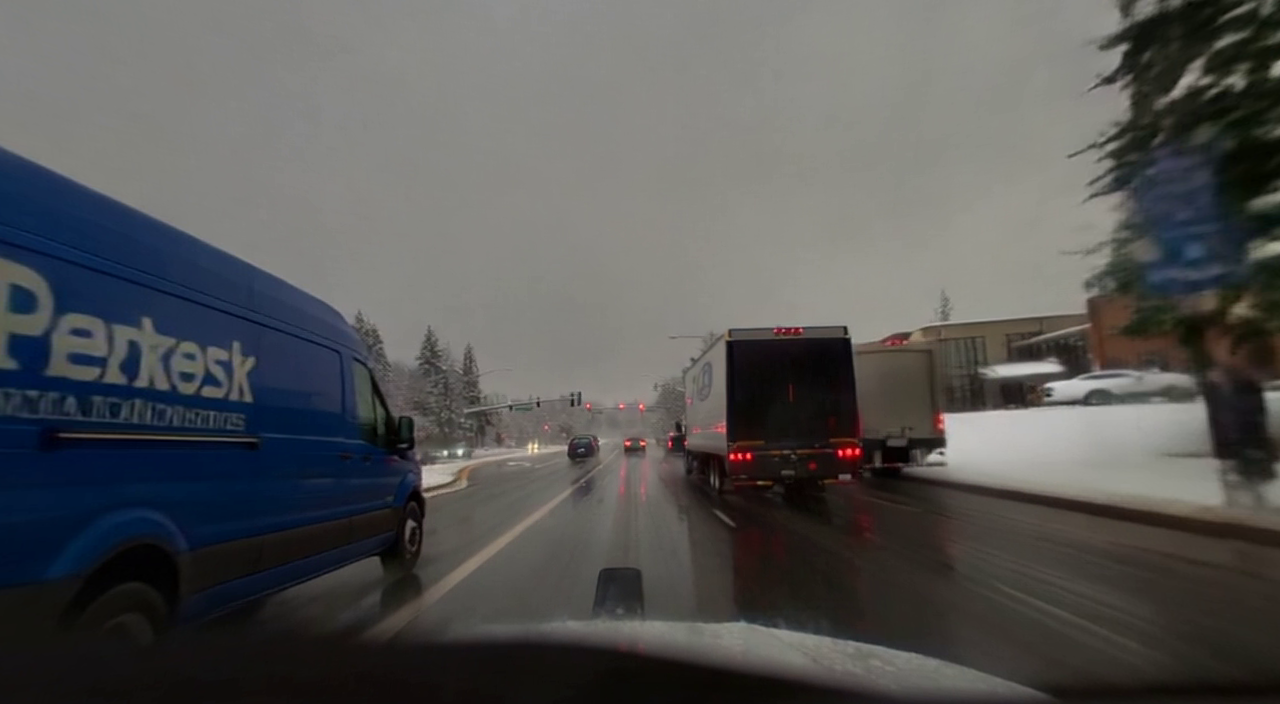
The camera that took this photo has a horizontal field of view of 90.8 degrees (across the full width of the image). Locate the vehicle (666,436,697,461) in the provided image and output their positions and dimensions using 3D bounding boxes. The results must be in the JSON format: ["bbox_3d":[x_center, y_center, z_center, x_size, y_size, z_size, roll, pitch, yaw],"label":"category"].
[{"bbox_3d":[2.831,6.729,43.894,1.869,1.616,4.346,0,-9,0],"label":"vehicle"}]

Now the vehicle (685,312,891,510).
[{"bbox_3d":[2.960,1.757,16.215,2.861,3.525,9.858,0,-9,0],"label":"vehicle"}]

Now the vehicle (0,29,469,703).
[{"bbox_3d":[-3.464,0.622,4.684,2.443,2.784,6.493,0,-9,1],"label":"vehicle"}]

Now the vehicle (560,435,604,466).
[{"bbox_3d":[-3.618,6.277,40.321,2.356,1.766,5.674,0,-9,-1],"label":"vehicle"}]
